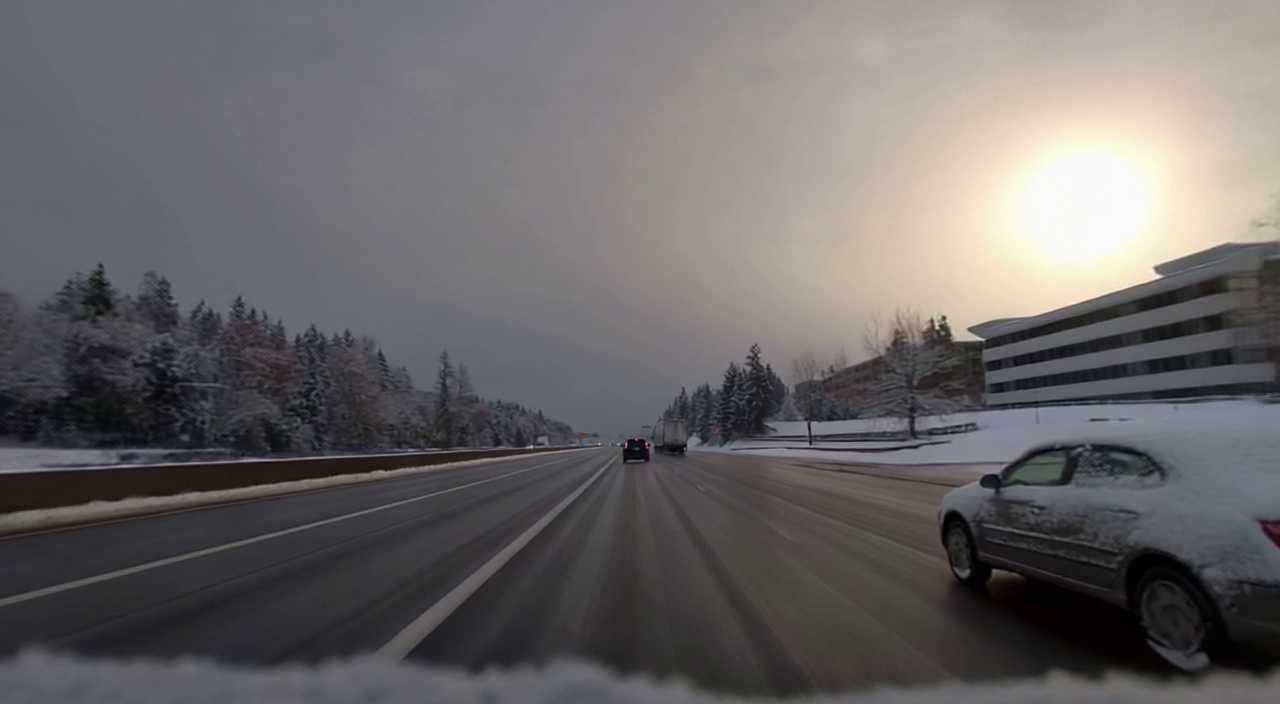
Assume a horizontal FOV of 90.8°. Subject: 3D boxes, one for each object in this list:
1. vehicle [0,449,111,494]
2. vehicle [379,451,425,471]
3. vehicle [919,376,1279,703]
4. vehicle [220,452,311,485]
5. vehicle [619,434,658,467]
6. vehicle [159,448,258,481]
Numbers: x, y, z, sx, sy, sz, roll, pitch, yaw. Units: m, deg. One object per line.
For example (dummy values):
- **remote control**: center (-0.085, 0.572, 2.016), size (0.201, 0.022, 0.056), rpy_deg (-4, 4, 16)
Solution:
- **vehicle**: center (-24.797, 4.822, 25.931), size (1.970, 1.642, 4.831), rpy_deg (0, -8, 0)
- **vehicle**: center (-18.252, 8.349, 48.600), size (1.845, 1.436, 4.446), rpy_deg (0, -8, -1)
- **vehicle**: center (3.793, 1.103, 4.084), size (1.950, 1.596, 4.326), rpy_deg (0, -8, 0)
- **vehicle**: center (-18.000, 5.572, 30.623), size (1.807, 1.421, 4.310), rpy_deg (0, -8, 0)
- **vehicle**: center (-0.121, 6.134, 39.295), size (2.297, 1.912, 4.355), rpy_deg (0, -8, -1)
- **vehicle**: center (-21.690, 5.659, 32.000), size (1.855, 1.501, 4.508), rpy_deg (0, -8, -1)
